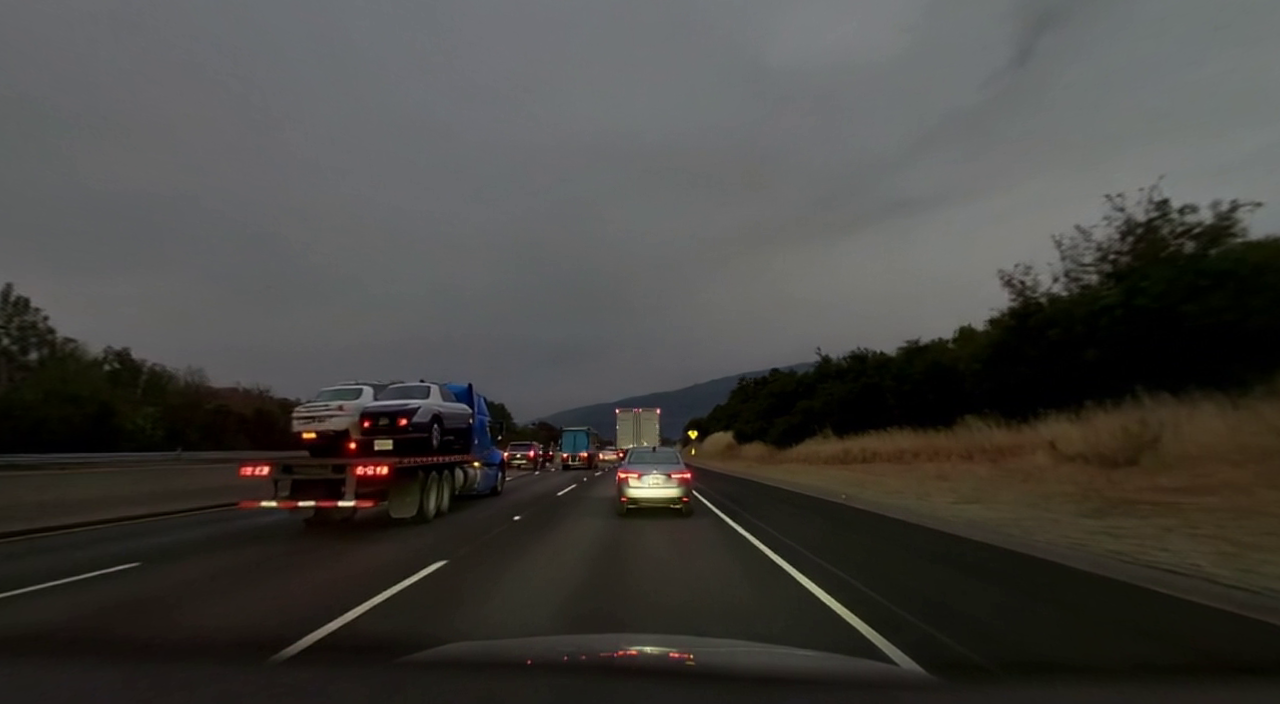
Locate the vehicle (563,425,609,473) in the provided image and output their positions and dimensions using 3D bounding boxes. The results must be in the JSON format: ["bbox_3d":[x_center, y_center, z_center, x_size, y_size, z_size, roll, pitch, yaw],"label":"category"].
[{"bbox_3d":[-3.266,6.071,39.431,2.289,2.710,6.726,0,-9,0],"label":"vehicle"}]

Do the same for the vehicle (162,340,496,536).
[{"bbox_3d":[-3.002,1.012,7.286,2.031,1.594,4.103,1,-9,-5],"label":"vehicle"}]

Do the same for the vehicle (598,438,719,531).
[{"bbox_3d":[0.267,2.446,12.163,1.991,1.507,3.391,0,-9,-1],"label":"vehicle"}]
